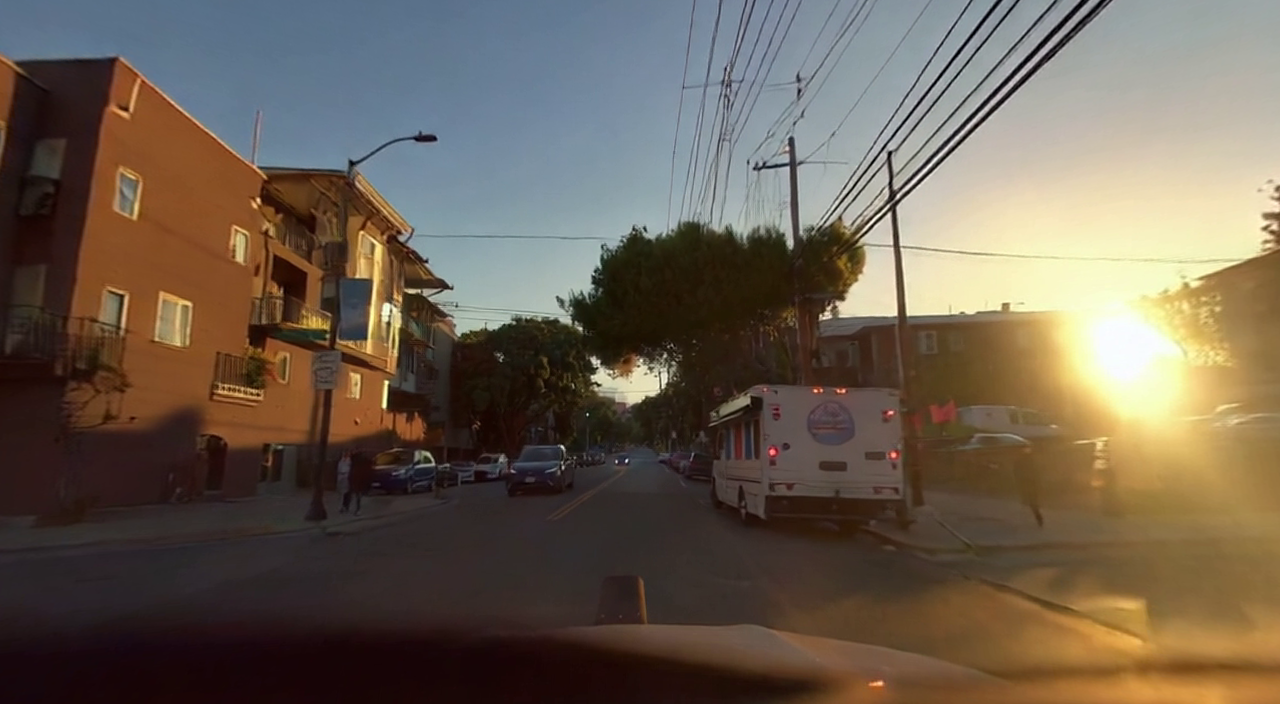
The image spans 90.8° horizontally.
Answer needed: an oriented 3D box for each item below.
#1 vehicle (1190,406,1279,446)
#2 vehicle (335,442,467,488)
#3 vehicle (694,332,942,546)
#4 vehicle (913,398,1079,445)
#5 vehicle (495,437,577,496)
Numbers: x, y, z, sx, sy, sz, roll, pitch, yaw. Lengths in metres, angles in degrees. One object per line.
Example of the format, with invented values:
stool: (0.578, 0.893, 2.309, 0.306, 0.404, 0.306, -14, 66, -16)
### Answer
vehicle: (23.812, 2.803, 23.668, 4.641, 1.441, 1.745, 0, -8, 2)
vehicle: (-10.329, 4.931, 27.678, 5.093, 1.855, 2.338, 3, -10, -19)
vehicle: (3.085, 1.893, 13.781, 2.886, 3.321, 7.809, 0, -8, -2)
vehicle: (11.570, 2.313, 20.738, 4.396, 1.459, 1.749, 0, -8, -1)
vehicle: (-3.283, 3.704, 20.835, 1.952, 1.708, 4.096, 0, -8, 1)
